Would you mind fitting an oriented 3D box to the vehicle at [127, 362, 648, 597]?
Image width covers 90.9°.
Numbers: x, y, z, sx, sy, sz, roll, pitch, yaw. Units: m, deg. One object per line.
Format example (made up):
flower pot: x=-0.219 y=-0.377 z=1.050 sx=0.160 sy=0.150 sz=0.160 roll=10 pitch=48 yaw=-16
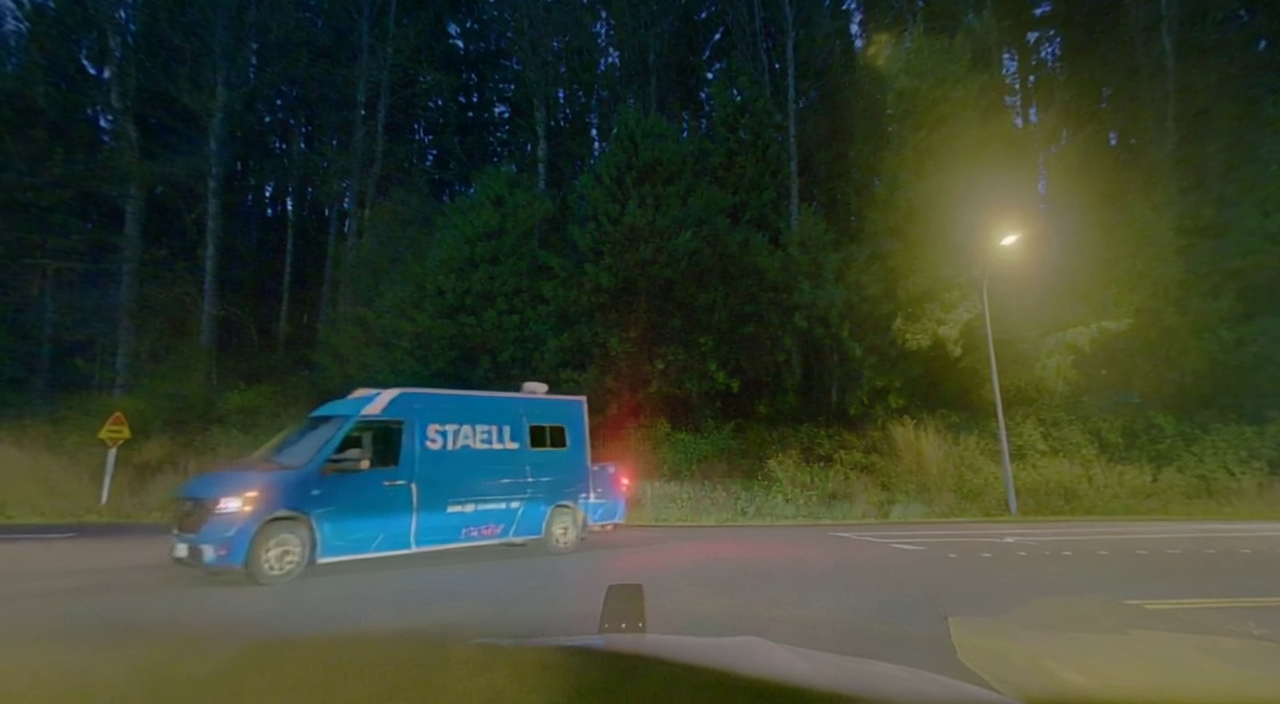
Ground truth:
vehicle: x=-3.056 y=1.657 z=8.891 sx=5.923 sy=2.424 sz=2.247 roll=4 pitch=-10 yaw=-25
